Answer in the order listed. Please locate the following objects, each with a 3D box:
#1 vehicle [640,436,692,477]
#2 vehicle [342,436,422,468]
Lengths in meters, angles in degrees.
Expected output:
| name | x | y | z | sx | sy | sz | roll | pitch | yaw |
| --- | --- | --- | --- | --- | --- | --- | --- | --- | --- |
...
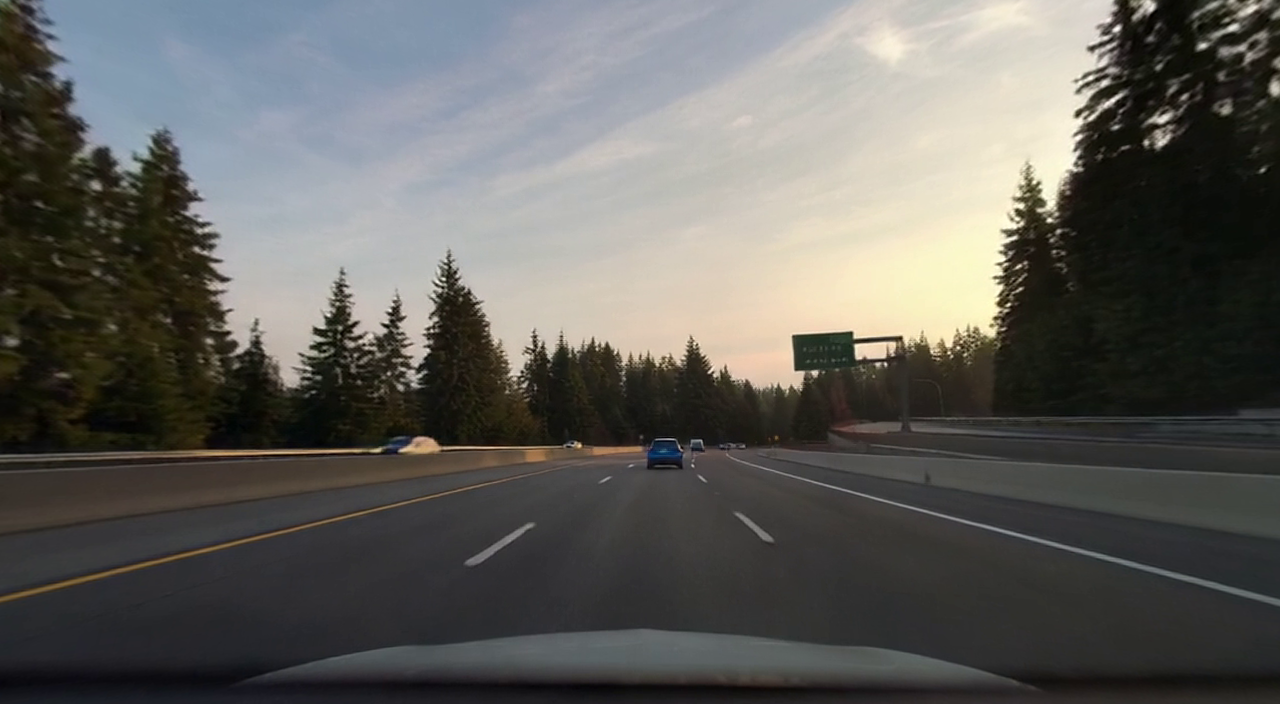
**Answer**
| name | x | y | z | sx | sy | sz | roll | pitch | yaw |
| --- | --- | --- | --- | --- | --- | --- | --- | --- | --- |
| vehicle | 1.183 | 4.613 | 27.948 | 2.133 | 1.686 | 4.203 | -1 | -8 | 3 |
| vehicle | -13.298 | 5.166 | 32.711 | 1.946 | 1.520 | 4.707 | -1 | -8 | 3 |
